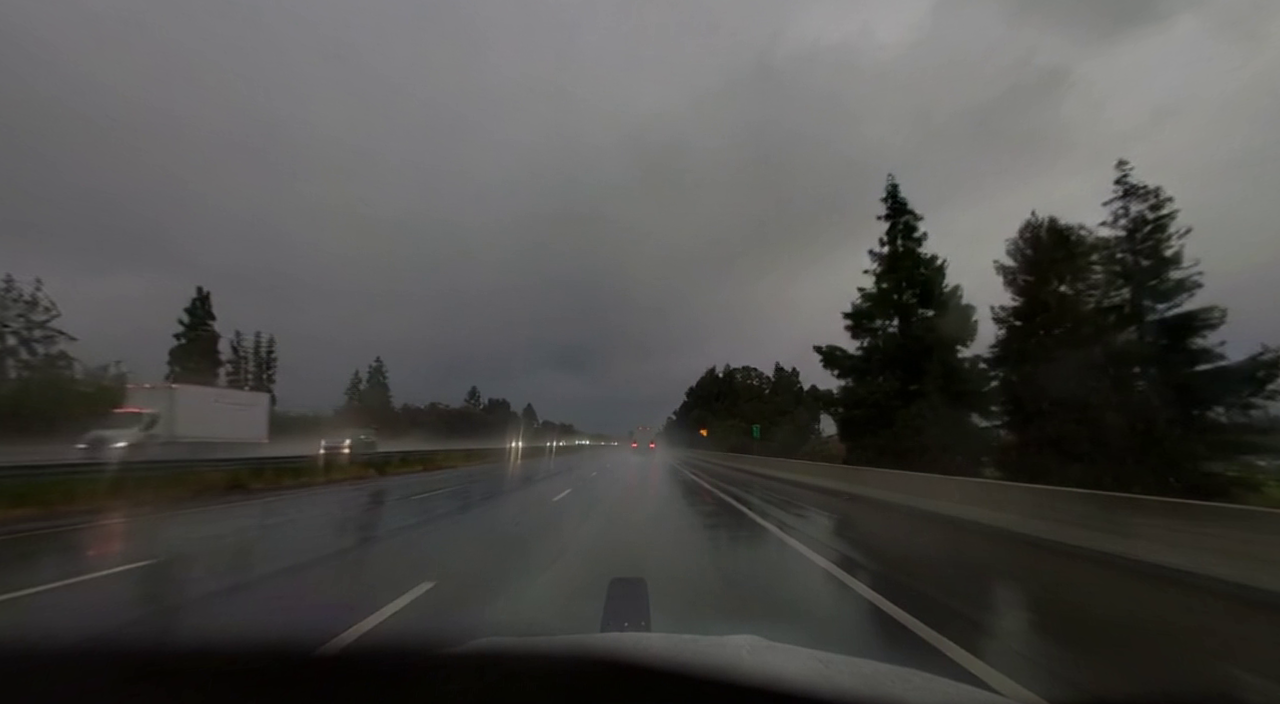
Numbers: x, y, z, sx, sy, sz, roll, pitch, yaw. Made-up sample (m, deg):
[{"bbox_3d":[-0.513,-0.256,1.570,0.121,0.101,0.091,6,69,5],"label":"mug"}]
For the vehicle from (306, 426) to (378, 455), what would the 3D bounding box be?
[{"bbox_3d":[-19.672,5.892,41.824,2.050,1.827,5.221,0,-8,2],"label":"vehicle"}]

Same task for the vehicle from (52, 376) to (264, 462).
[{"bbox_3d":[-23.796,3.587,32.143,3.009,3.700,9.685,0,-8,0],"label":"vehicle"}]
